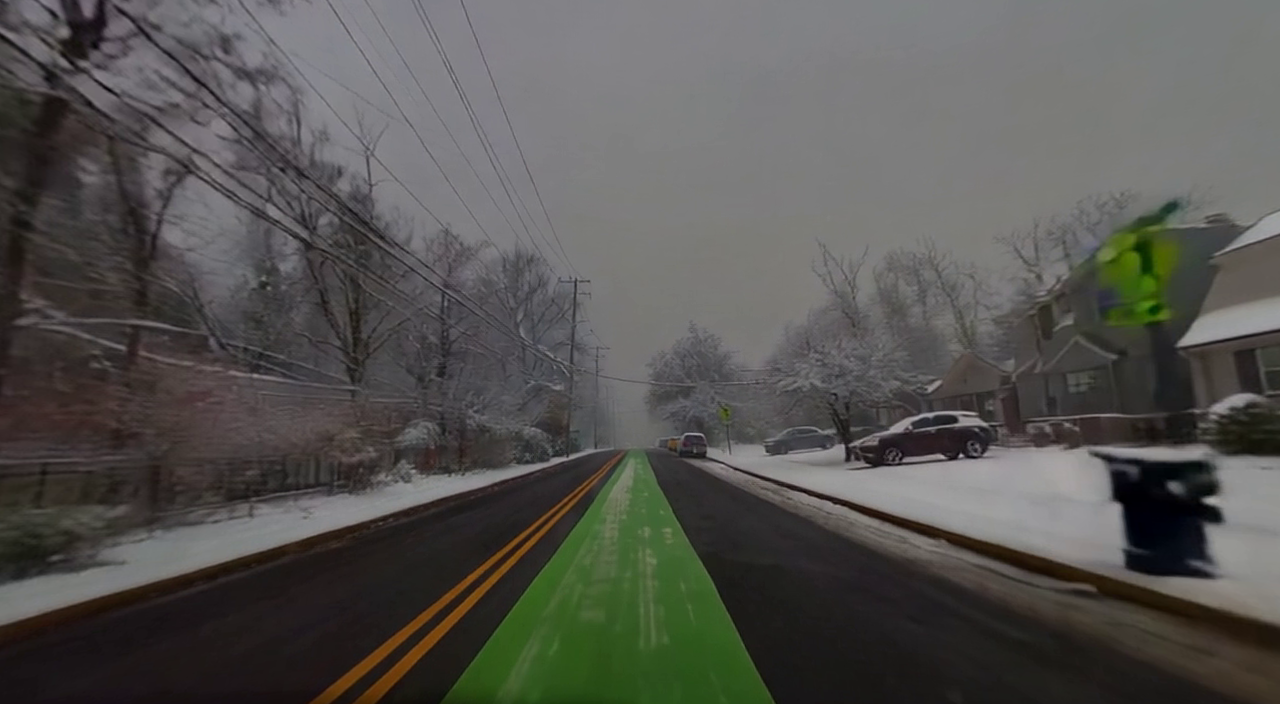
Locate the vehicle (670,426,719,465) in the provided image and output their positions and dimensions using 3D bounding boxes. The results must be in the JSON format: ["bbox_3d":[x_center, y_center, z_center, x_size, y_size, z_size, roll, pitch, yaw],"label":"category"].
[{"bbox_3d":[3.076,5.506,37.190,2.347,2.070,5.735,0,-9,0],"label":"vehicle"}]

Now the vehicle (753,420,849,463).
[{"bbox_3d":[8.542,4.770,33.754,4.418,1.648,2.017,-7,-9,-1],"label":"vehicle"}]

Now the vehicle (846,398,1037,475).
[{"bbox_3d":[9.393,2.662,19.933,4.922,1.846,1.941,-5,-8,-5],"label":"vehicle"}]
